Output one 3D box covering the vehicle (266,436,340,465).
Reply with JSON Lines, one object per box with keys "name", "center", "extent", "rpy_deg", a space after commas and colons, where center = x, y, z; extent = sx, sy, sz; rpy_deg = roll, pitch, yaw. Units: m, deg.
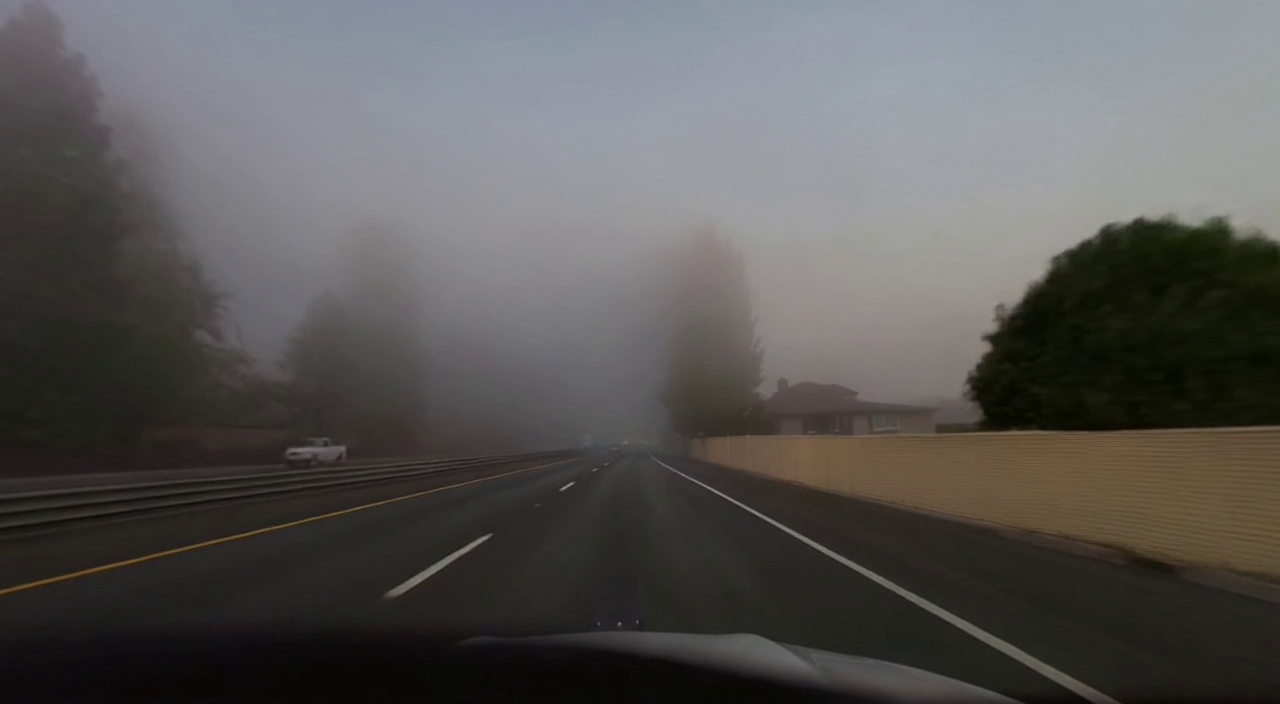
{"name": "vehicle", "center": [-25.604, 7.504, 48.197], "extent": [2.319, 2.056, 5.913], "rpy_deg": [0, -8, 0]}
